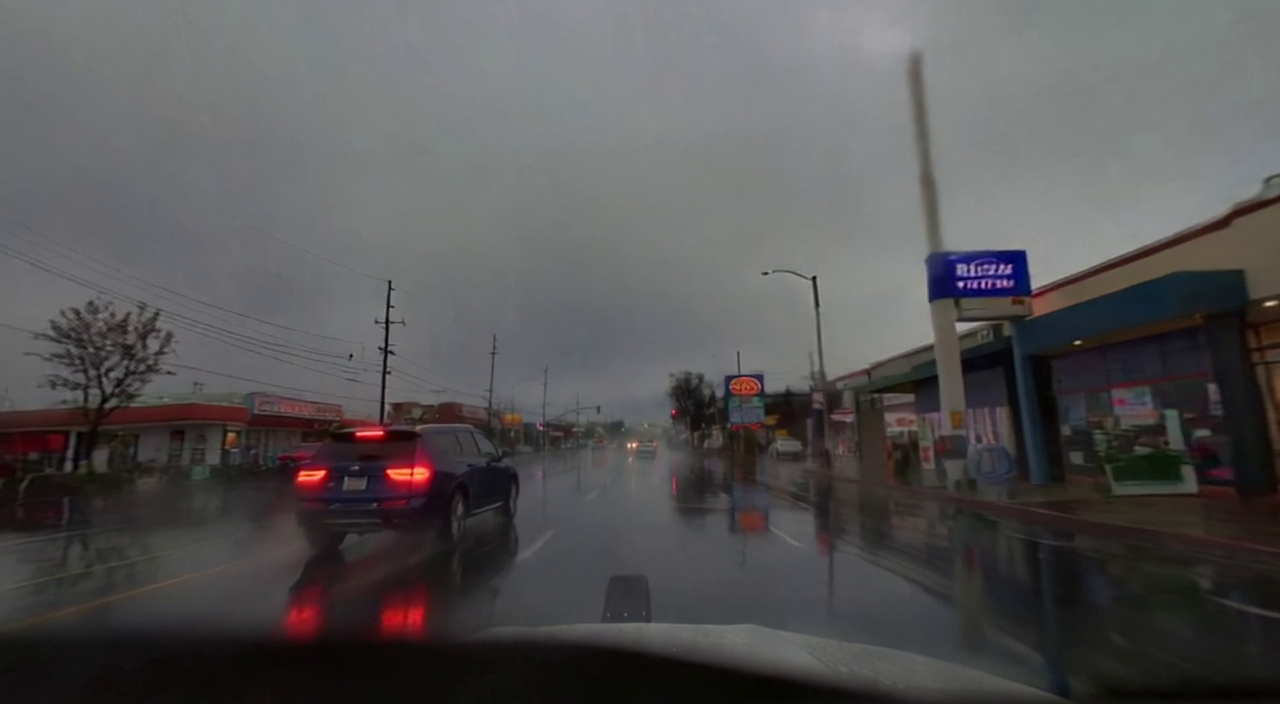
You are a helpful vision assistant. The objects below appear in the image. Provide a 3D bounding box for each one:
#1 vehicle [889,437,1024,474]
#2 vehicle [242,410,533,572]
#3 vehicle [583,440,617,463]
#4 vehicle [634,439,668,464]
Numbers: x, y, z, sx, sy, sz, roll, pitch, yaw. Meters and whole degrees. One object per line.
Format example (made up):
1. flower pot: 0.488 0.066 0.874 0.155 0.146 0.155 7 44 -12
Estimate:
1. vehicle: 13.421 4.393 26.953 4.707 1.485 1.948 0 -9 -1
2. vehicle: -2.975 1.761 8.739 2.049 1.646 4.445 -1 -9 2
3. vehicle: -2.710 6.876 43.665 1.950 1.450 4.257 -1 -9 2
4. vehicle: 0.668 6.286 39.817 2.037 1.484 4.073 0 -9 1
